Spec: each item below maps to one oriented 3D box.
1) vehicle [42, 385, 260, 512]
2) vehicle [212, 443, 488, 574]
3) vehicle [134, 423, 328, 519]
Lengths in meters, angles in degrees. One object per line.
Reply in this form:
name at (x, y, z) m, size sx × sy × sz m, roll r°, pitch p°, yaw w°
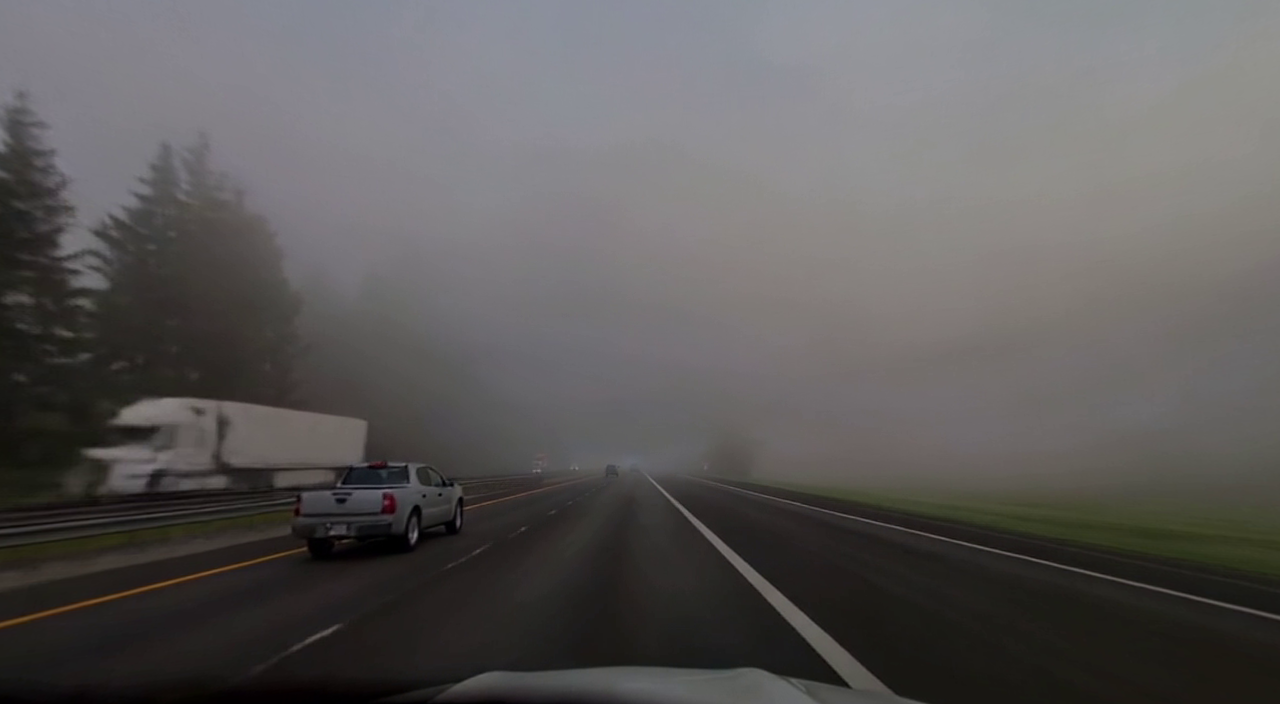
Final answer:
vehicle at (-17.439, 3.601, 23.197) m, size 2.964 × 4.017 × 5.889 m, roll 1°, pitch -10°, yaw -1°
vehicle at (-3.938, 2.244, 9.655) m, size 2.043 × 1.486 × 4.442 m, roll 1°, pitch -10°, yaw 1°
vehicle at (-12.692, 3.793, 20.274) m, size 2.237 × 2.599 × 5.741 m, roll 1°, pitch -10°, yaw 0°
